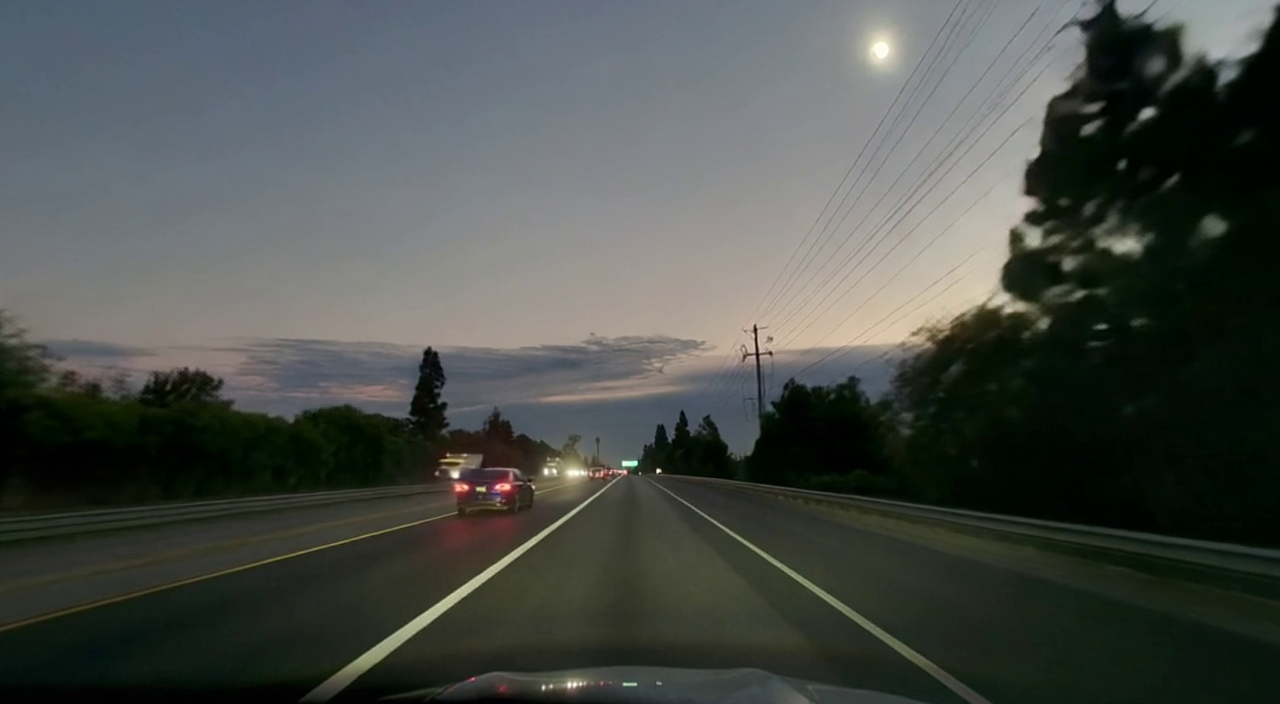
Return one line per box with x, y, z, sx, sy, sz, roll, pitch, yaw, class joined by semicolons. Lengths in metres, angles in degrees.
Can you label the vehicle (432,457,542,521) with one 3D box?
-4.069;3.735;17.538;1.963;1.501;4.227;1;-10;0;vehicle
